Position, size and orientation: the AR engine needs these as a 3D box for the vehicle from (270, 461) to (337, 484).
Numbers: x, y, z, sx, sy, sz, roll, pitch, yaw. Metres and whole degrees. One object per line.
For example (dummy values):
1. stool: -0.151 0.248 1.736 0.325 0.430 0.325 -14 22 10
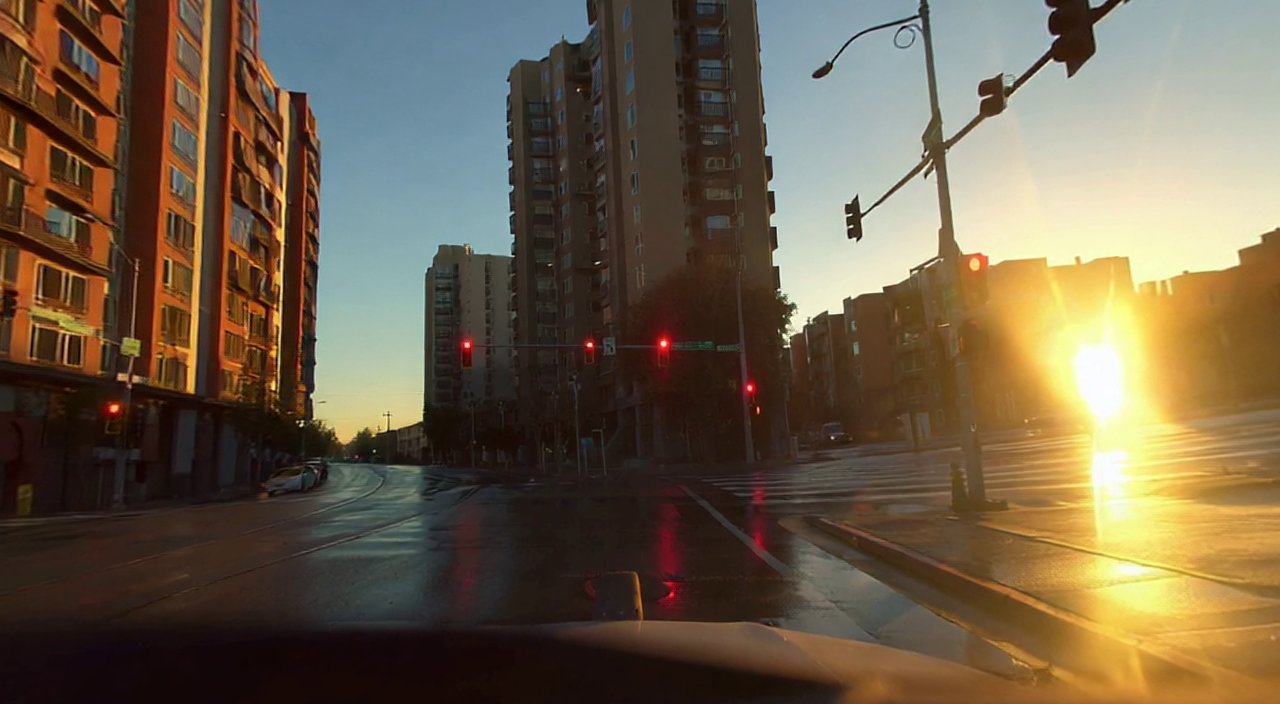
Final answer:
1. vehicle: -24.668 8.817 46.284 3.882 1.600 1.768 0 -9 2

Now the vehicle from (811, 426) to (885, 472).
1. vehicle: 15.115 7.134 46.343 2.948 3.071 7.295 0 -9 1
